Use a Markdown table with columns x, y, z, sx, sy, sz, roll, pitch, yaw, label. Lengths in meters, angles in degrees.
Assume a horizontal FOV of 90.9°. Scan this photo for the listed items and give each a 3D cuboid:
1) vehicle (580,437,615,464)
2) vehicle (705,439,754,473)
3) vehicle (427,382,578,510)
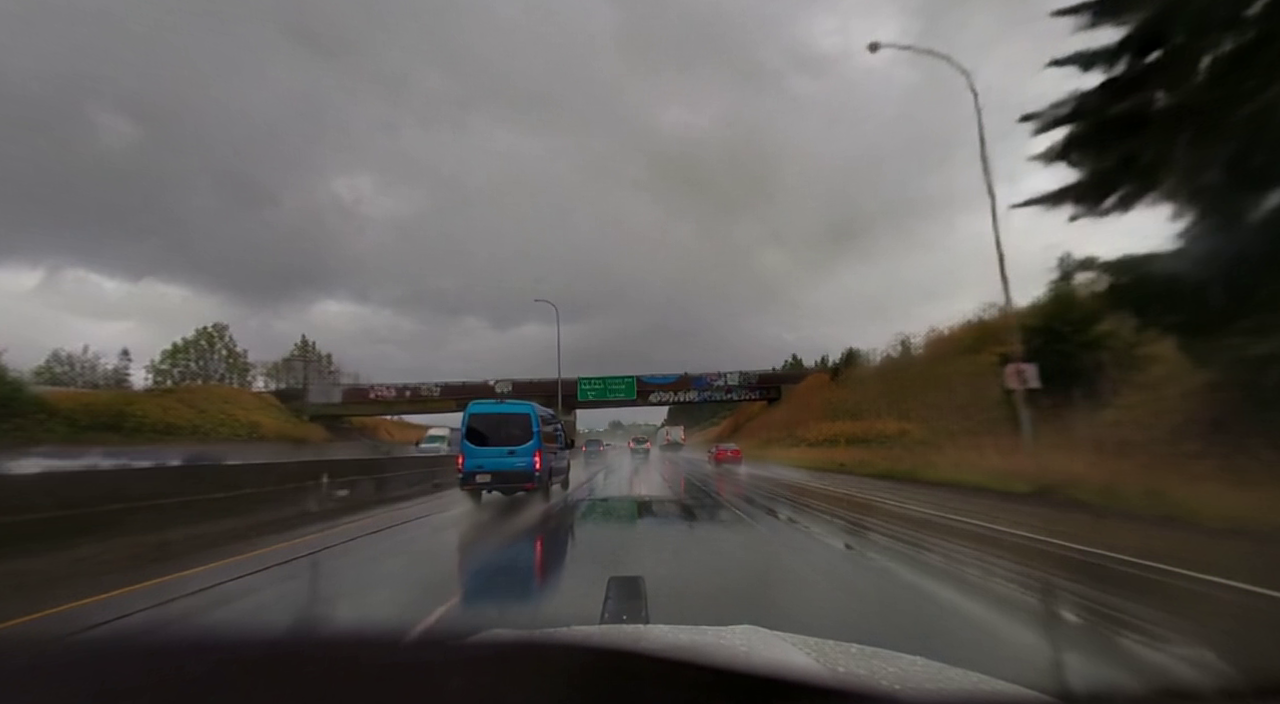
| x | y | z | sx | sy | sz | roll | pitch | yaw | label |
| --- | --- | --- | --- | --- | --- | --- | --- | --- | --- |
| -3.287 | 7.737 | 49.505 | 2.334 | 2.051 | 4.900 | 0 | -9 | 0 | vehicle |
| 4.709 | 5.566 | 33.843 | 1.936 | 1.664 | 4.198 | 0 | -9 | -1 | vehicle |
| -3.135 | 2.396 | 16.025 | 2.451 | 2.627 | 5.868 | 0 | -9 | 0 | vehicle |
